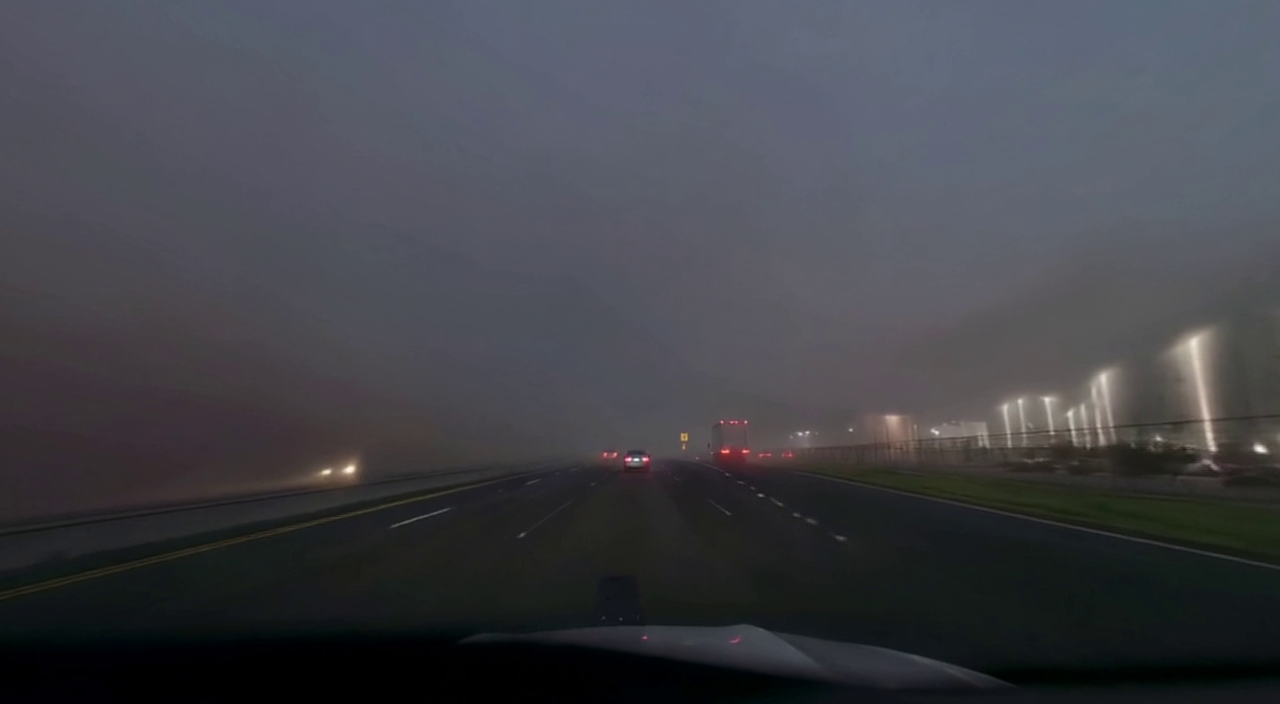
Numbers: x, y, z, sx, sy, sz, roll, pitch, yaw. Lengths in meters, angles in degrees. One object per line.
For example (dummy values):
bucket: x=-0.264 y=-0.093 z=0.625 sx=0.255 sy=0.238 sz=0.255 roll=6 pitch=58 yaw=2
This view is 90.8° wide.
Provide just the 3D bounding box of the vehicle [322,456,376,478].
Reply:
vehicle: x=-20.398 y=8.069 z=44.399 sx=1.920 sy=1.418 sz=3.923 roll=0 pitch=-9 yaw=0
